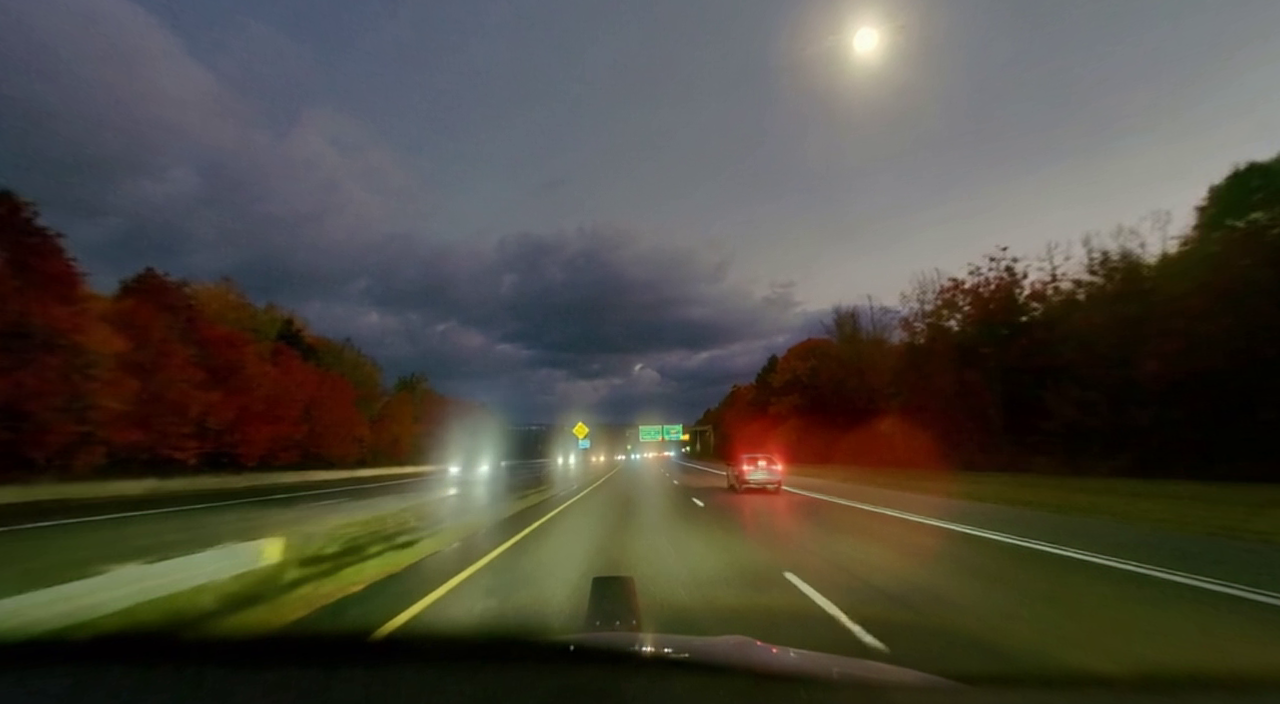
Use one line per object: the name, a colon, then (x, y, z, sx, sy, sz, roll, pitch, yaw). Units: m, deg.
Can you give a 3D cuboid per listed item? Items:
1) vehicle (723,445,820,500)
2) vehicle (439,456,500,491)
vehicle: (4.108, 3.858, 20.435, 2.070, 1.546, 4.648, 0, -9, -1)
vehicle: (-8.375, 6.000, 31.180, 1.917, 1.535, 4.086, 0, -9, 0)
